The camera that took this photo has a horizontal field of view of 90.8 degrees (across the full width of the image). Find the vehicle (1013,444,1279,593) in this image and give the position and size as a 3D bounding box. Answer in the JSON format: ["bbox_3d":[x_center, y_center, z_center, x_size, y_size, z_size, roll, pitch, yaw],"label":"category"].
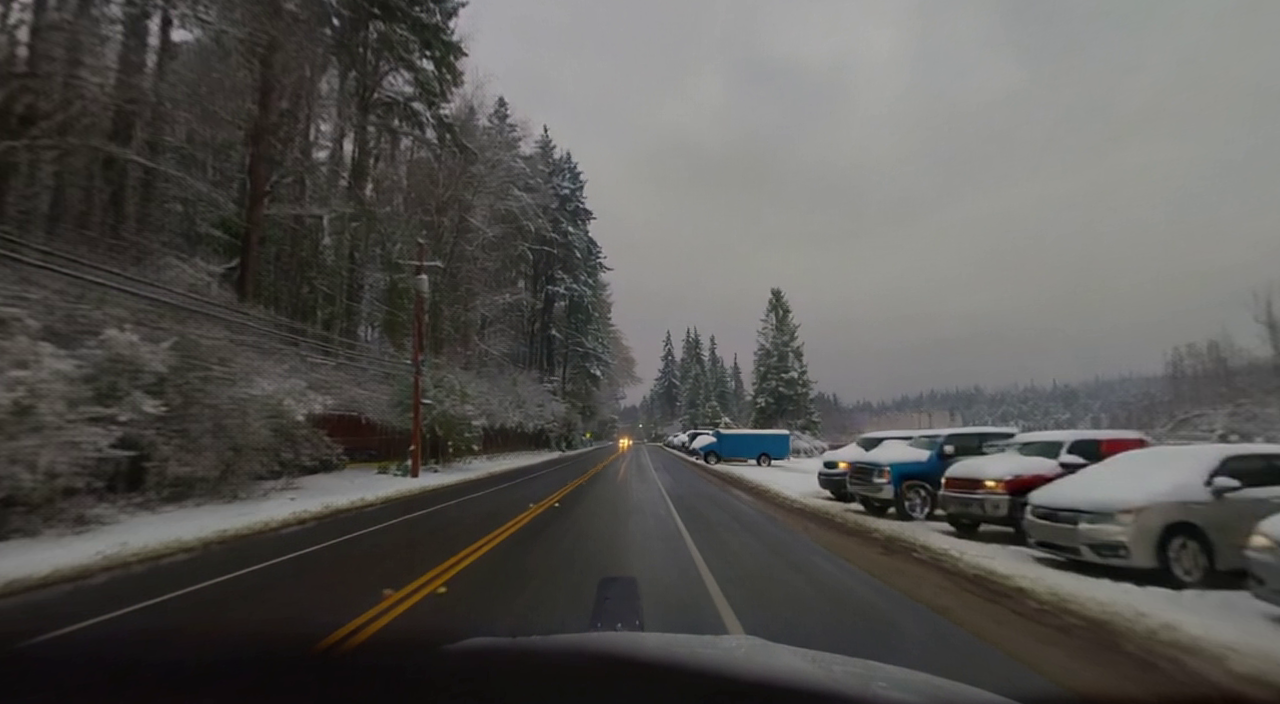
[{"bbox_3d":[6.864,1.764,7.202,3.989,1.412,1.931,0,-8,-2],"label":"vehicle"}]

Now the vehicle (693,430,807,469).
[{"bbox_3d":[6.006,5.402,35.162,5.797,2.070,2.502,0,-8,-1],"label":"vehicle"}]
